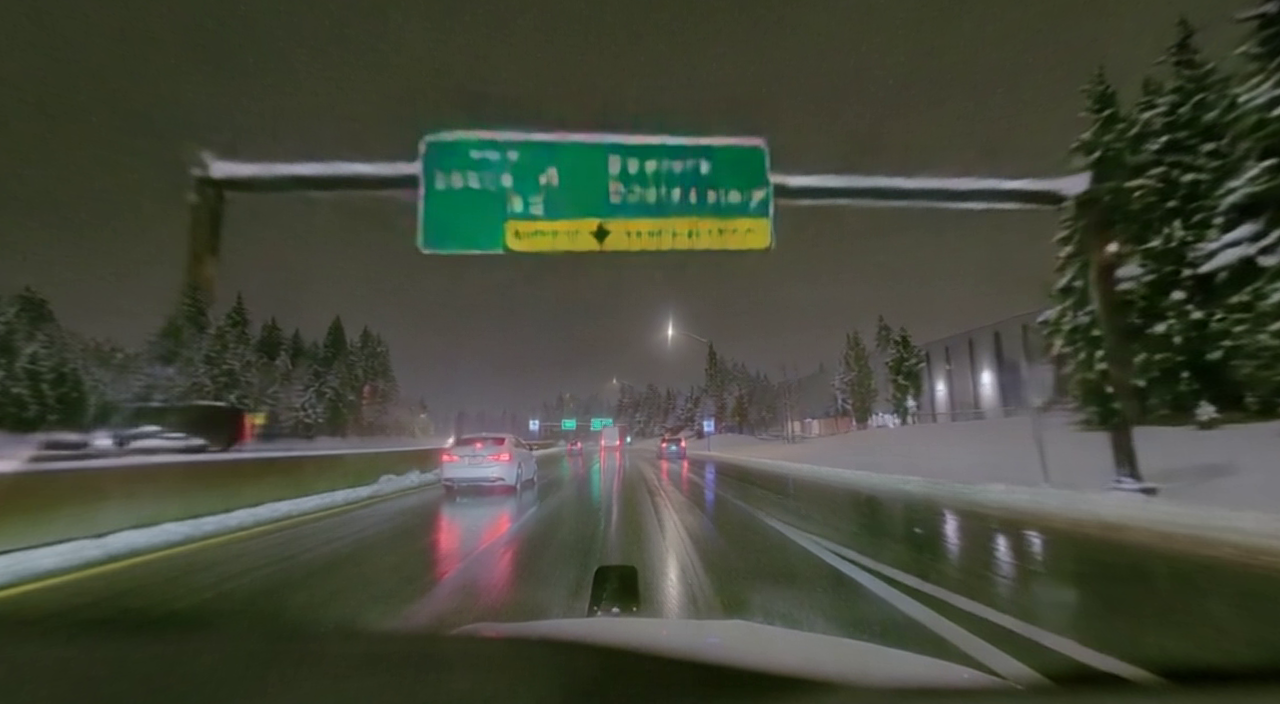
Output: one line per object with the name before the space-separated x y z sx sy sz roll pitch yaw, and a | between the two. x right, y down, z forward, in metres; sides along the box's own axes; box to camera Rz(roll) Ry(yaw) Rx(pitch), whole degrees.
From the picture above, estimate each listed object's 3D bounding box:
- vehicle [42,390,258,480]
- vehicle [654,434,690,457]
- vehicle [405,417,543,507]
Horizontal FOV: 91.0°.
vehicle | -17.642 3.113 23.412 2.697 2.823 6.718 0 -8 -2
vehicle | 2.354 7.007 47.299 2.078 1.608 3.982 0 -8 -5
vehicle | -3.600 2.465 14.595 2.080 1.733 4.410 0 -8 -1
